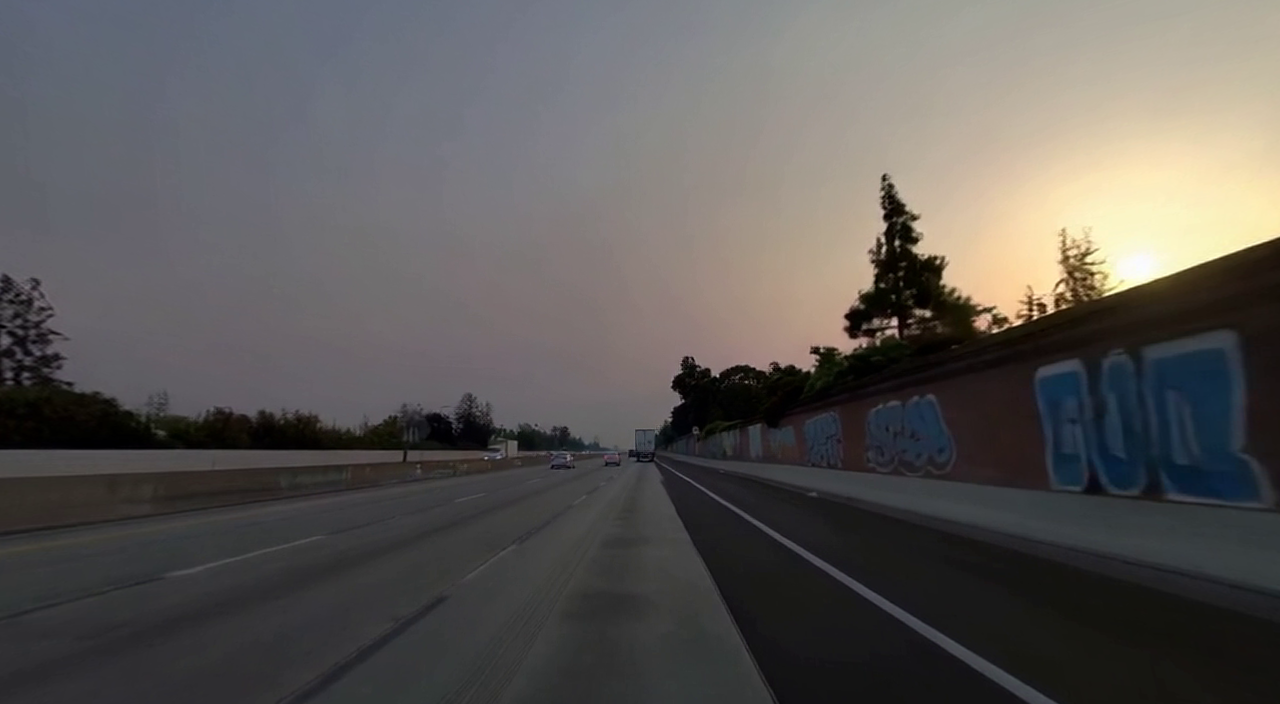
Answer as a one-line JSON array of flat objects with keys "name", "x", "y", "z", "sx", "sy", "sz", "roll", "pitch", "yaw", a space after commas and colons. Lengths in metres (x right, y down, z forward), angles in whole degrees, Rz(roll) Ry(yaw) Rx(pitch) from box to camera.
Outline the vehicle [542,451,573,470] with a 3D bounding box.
[{"name": "vehicle", "x": -6.490, "y": 8.544, "z": 49.879, "sx": 2.027, "sy": 1.431, "sz": 3.033, "roll": 0, "pitch": -9, "yaw": 1}]
